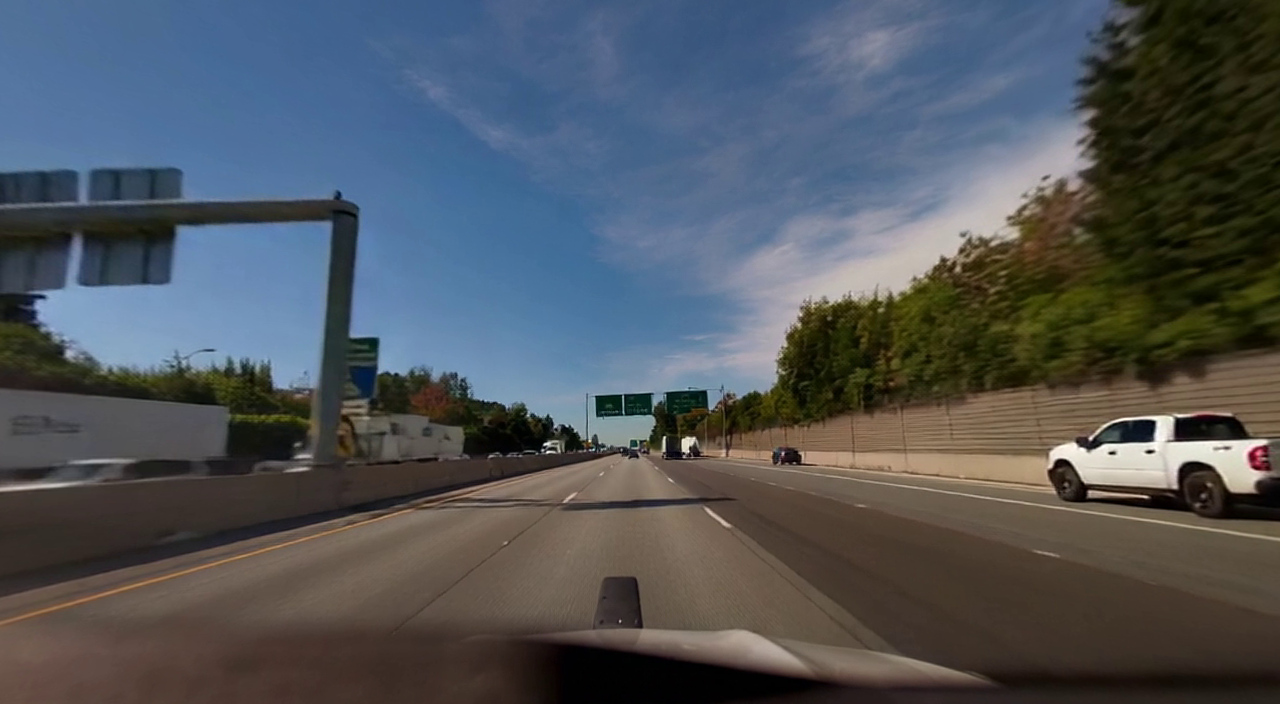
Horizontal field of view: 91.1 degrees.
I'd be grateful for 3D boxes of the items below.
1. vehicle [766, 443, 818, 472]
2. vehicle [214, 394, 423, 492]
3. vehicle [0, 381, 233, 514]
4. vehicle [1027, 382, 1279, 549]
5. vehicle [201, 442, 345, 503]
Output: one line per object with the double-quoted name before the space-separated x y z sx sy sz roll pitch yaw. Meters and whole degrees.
"vehicle" 9.295 6.484 38.894 1.950 1.632 4.845 0 -9 -1
"vehicle" -16.282 5.036 34.384 3.520 4.128 15.275 0 -9 -1
"vehicle" -23.048 3.900 25.459 3.273 4.347 15.906 0 -9 -3
"vehicle" 9.060 1.741 10.003 2.184 2.052 5.650 0 -9 0
"vehicle" -12.489 4.106 21.906 2.018 1.849 4.922 0 -9 0
